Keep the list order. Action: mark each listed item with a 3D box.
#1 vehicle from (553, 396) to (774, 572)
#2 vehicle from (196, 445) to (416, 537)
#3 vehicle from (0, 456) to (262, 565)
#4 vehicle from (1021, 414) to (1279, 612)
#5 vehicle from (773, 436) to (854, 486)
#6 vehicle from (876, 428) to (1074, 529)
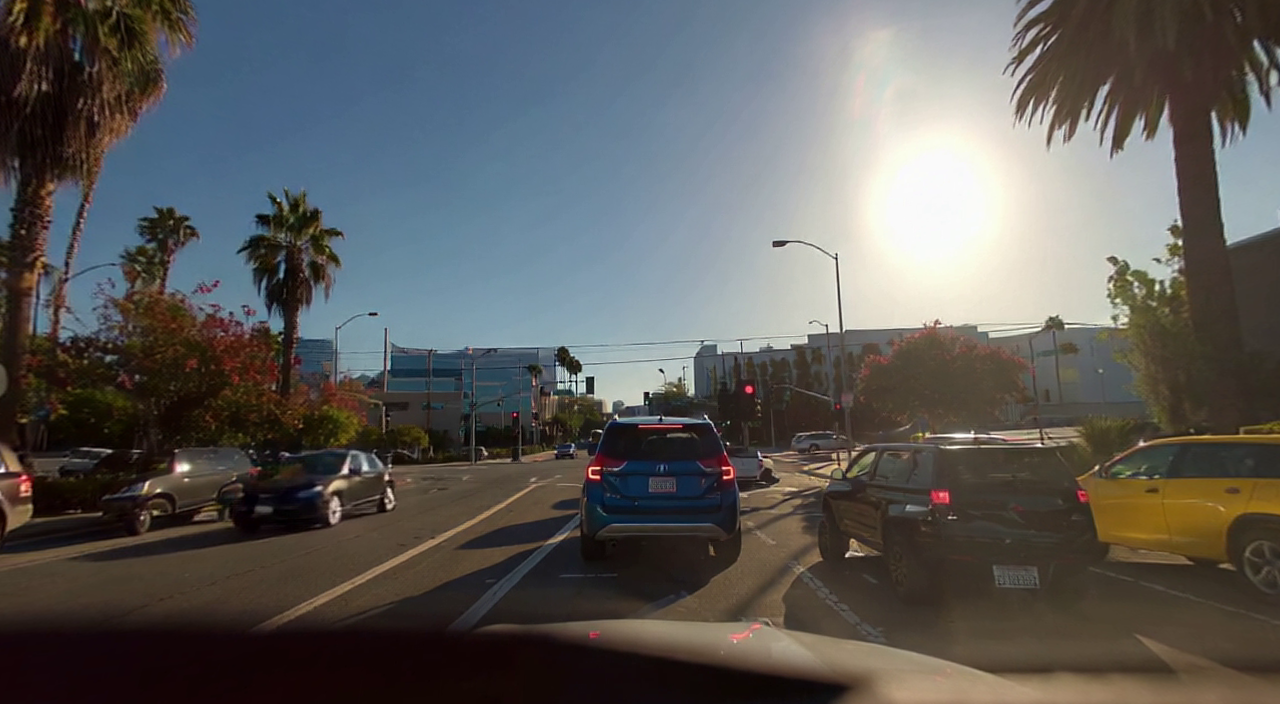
[{"bbox_3d":[0.265,1.674,8.717,2.264,1.798,4.258,0,-8,1],"label":"vehicle"},{"bbox_3d":[-6.304,2.626,12.707,1.928,1.475,4.645,0,-8,-1],"label":"vehicle"},{"bbox_3d":[-9.591,2.811,11.940,2.054,1.467,4.595,-3,-8,1],"label":"vehicle"},{"bbox_3d":[6.442,1.598,6.934,1.935,1.672,4.139,0,-8,1],"label":"vehicle"},{"bbox_3d":[6.516,4.117,24.170,1.948,1.729,4.023,0,-8,0],"label":"vehicle"},{"bbox_3d":[6.665,2.524,13.246,1.930,1.736,4.329,-1,-8,3],"label":"vehicle"}]
